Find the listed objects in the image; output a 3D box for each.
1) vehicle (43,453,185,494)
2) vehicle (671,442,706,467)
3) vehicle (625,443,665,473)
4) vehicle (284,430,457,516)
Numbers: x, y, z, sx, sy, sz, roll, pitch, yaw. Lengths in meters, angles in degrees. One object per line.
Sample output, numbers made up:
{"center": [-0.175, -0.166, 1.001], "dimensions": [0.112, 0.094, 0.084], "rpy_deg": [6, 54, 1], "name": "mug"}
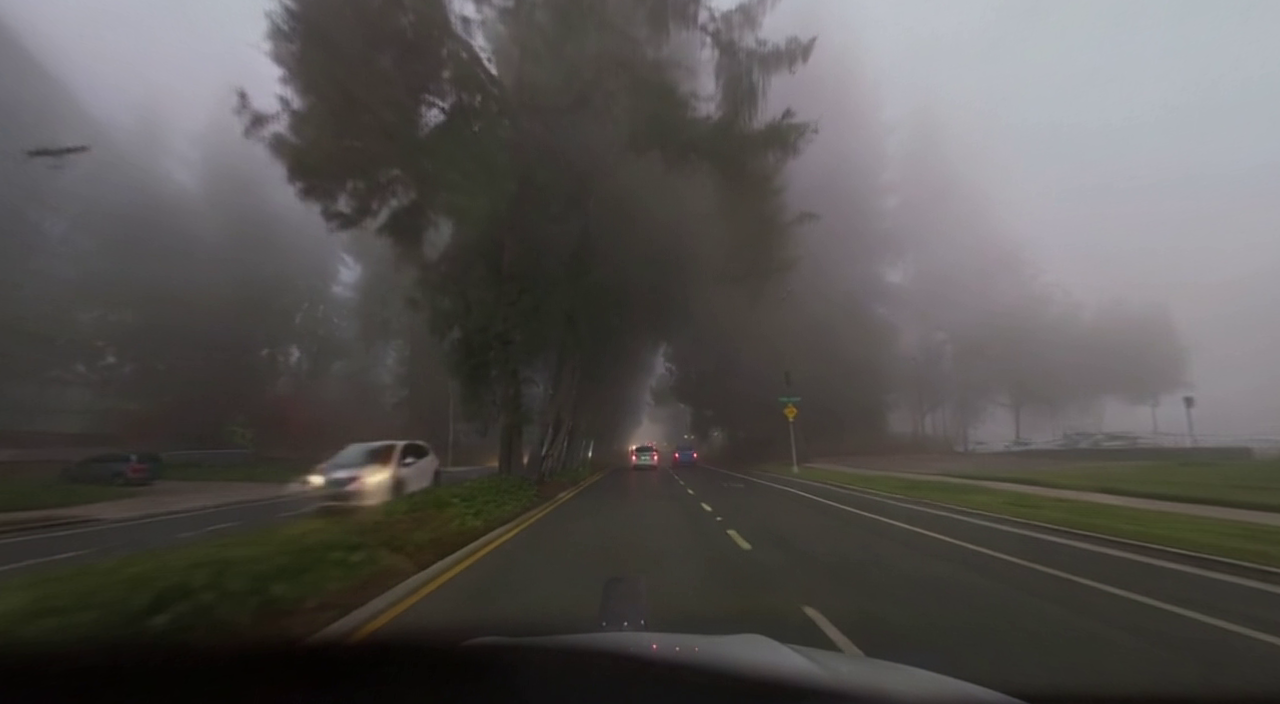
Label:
{"center": [-22.454, 5.174, 27.032], "dimensions": [4.330, 1.656, 2.001], "rpy_deg": [0, -9, 3], "name": "vehicle"}
{"center": [3.560, 7.653, 47.142], "dimensions": [2.189, 1.766, 4.495], "rpy_deg": [0, -9, 0], "name": "vehicle"}
{"center": [0.293, 5.939, 35.500], "dimensions": [2.109, 1.612, 3.963], "rpy_deg": [0, -9, 1], "name": "vehicle"}
{"center": [-6.473, 2.956, 15.884], "dimensions": [2.247, 1.825, 4.618], "rpy_deg": [0, -9, 1], "name": "vehicle"}
